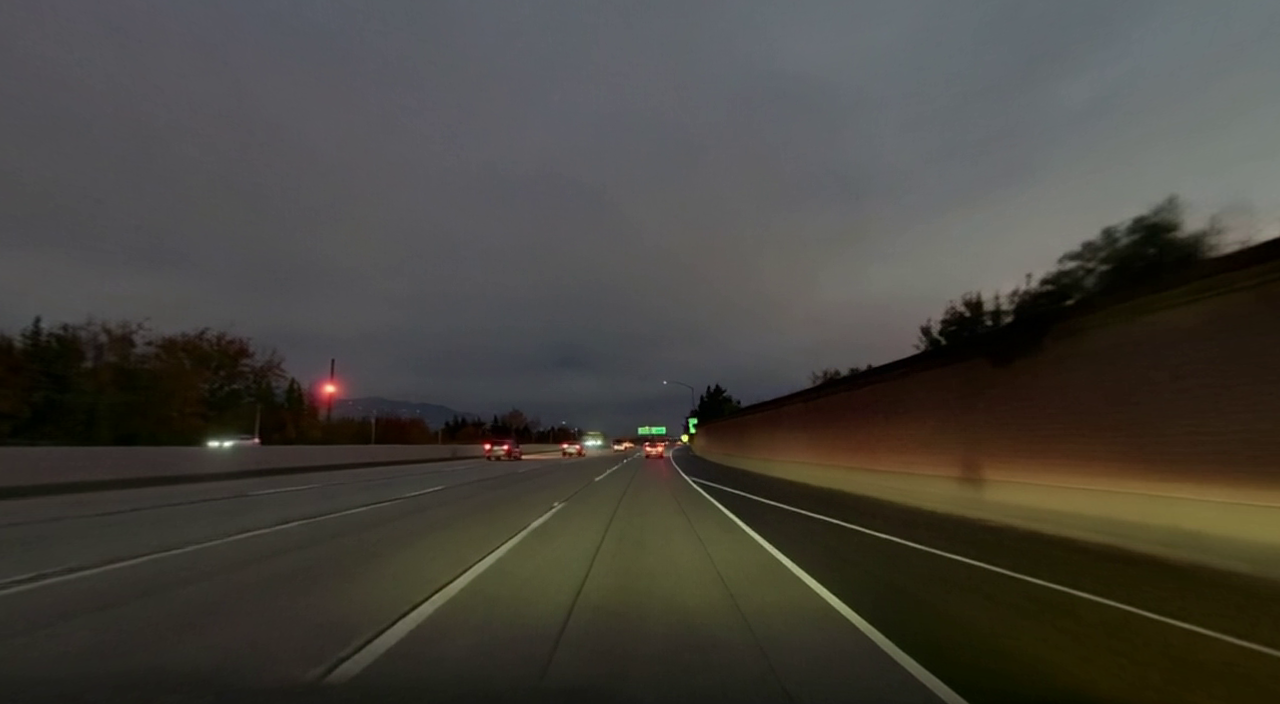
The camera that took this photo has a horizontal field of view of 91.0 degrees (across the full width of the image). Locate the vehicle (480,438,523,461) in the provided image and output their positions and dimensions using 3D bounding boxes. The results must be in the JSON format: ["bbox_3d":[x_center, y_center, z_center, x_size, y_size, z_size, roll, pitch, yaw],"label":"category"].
[{"bbox_3d":[-10.366,7.341,47.496,2.025,1.618,4.683,0,-9,2],"label":"vehicle"}]
